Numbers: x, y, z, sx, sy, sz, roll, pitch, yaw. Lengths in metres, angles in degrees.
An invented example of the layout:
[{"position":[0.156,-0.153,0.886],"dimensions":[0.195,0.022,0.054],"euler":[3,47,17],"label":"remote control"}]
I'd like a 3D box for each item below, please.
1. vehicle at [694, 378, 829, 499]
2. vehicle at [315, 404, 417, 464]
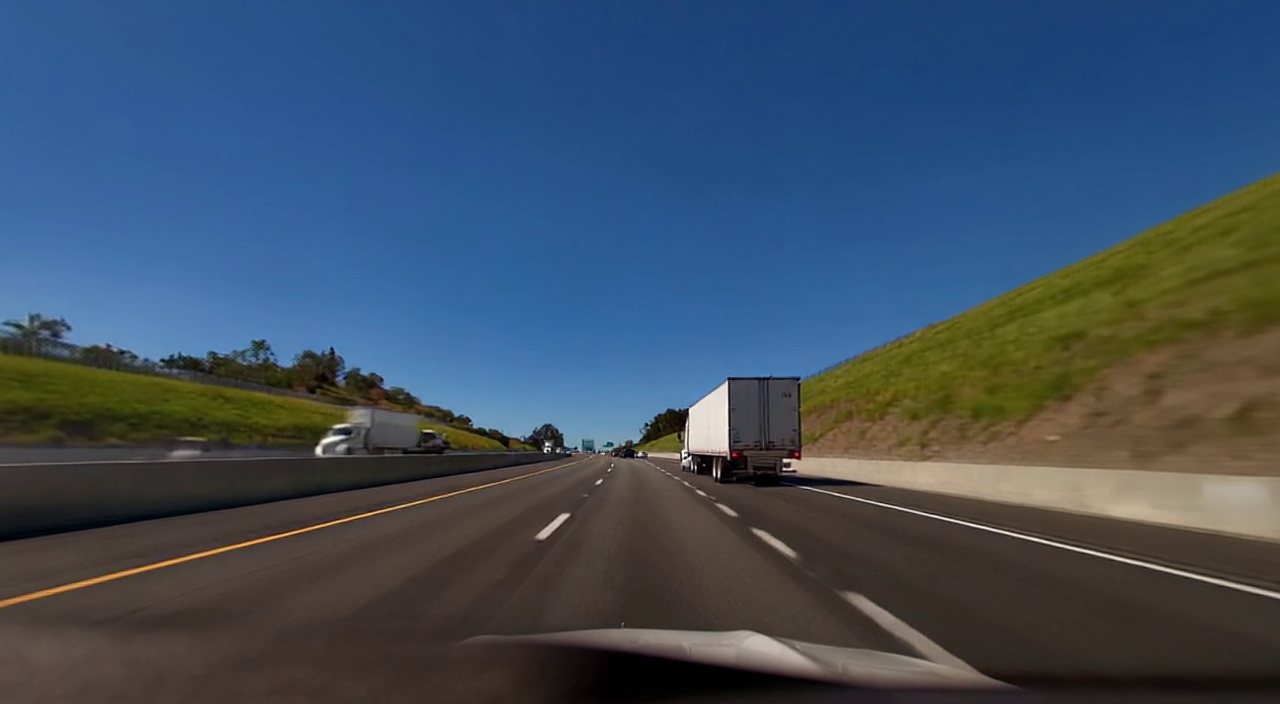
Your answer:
[{"position":[4.111,3.476,24.712],"dimensions":[2.876,3.586,11.726],"euler":[0,-9,0],"label":"vehicle"},{"position":[-19.492,6.100,45.757],"dimensions":[2.902,3.820,10.263],"euler":[0,-9,-1],"label":"vehicle"}]
